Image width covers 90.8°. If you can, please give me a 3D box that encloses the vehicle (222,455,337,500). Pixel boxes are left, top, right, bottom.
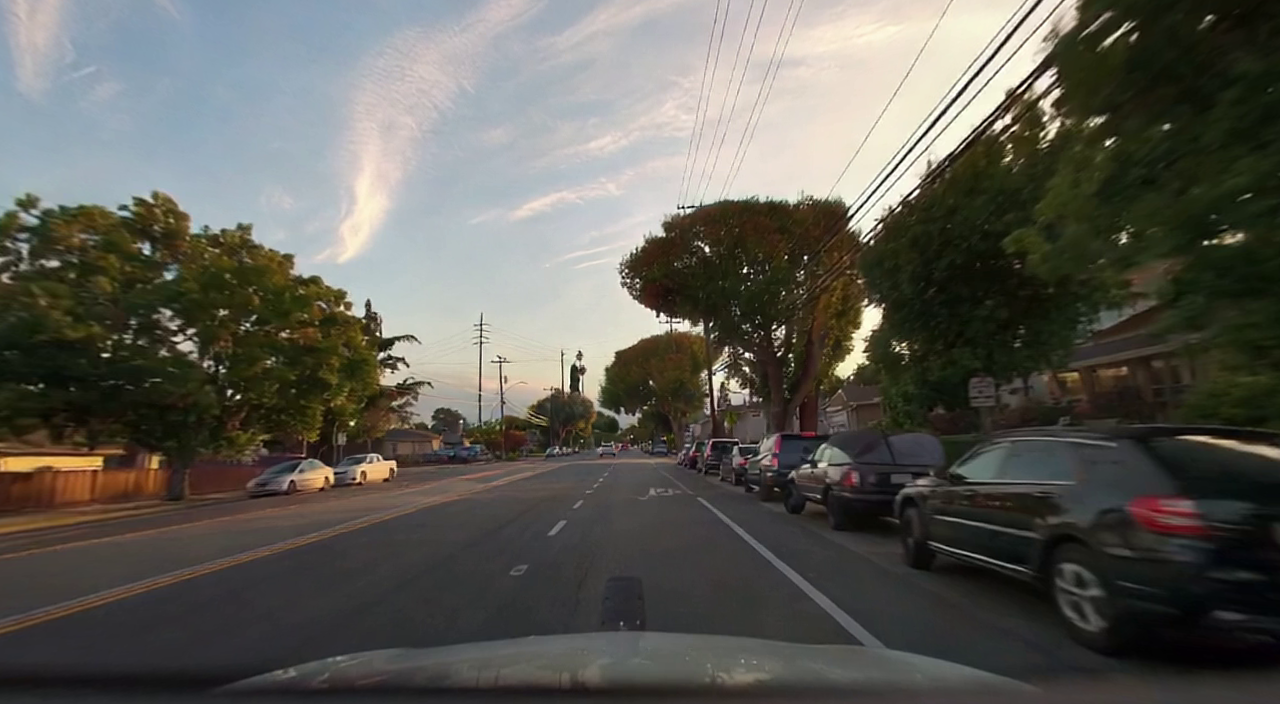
[{"bbox_3d":[-13.668,4.765,24.307,1.909,1.496,4.421,0,-9,-2],"label":"vehicle"}]

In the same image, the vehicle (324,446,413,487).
[{"bbox_3d":[-13.725,5.806,32.389,2.229,1.878,5.540,1,-9,-2],"label":"vehicle"}]

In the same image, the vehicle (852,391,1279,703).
[{"bbox_3d":[3.780,1.421,5.751,1.843,1.671,5.138,0,-9,-1],"label":"vehicle"}]
